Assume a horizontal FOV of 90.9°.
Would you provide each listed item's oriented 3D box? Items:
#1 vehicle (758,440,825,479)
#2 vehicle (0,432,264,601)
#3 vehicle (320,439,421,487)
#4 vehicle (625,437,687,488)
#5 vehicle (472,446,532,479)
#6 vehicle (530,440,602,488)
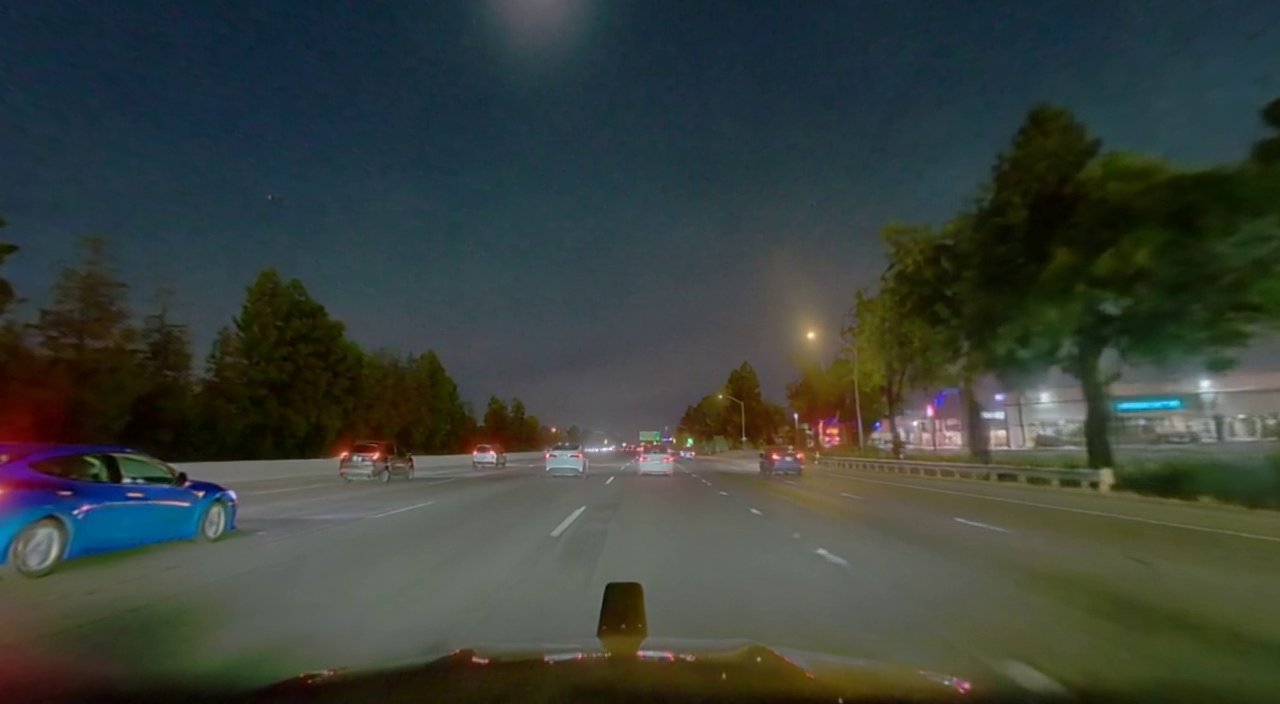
[{"bbox_3d":[7.503,5.347,31.744,2.071,1.754,4.484,0,-8,-3],"label":"vehicle"},{"bbox_3d":[-6.705,1.675,7.041,2.116,1.473,4.644,0,-8,1],"label":"vehicle"},{"bbox_3d":[-10.365,4.277,24.658,1.947,1.683,4.331,-1,-8,1],"label":"vehicle"},{"bbox_3d":[0.575,4.094,23.788,2.114,1.715,4.136,-1,-8,1],"label":"vehicle"},{"bbox_3d":[-6.593,5.312,30.580,1.886,1.455,4.148,0,-8,1],"label":"vehicle"},{"bbox_3d":[-2.711,4.222,24.116,2.102,1.624,4.257,-1,-8,2],"label":"vehicle"}]
